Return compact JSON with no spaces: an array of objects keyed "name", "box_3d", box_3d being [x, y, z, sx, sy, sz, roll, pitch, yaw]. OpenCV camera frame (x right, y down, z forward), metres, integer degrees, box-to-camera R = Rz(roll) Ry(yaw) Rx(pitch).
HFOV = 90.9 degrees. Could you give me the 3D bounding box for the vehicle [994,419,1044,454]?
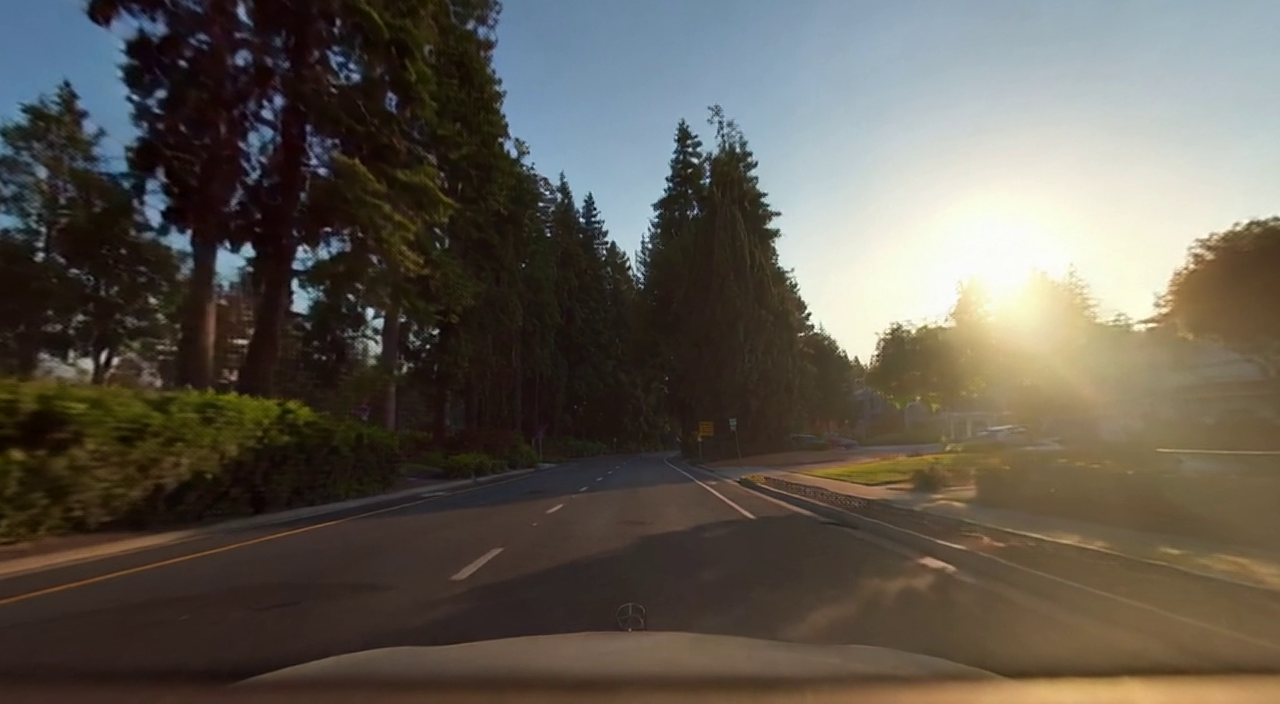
[{"name":"vehicle","box_3d":[21.746,4.894,36.274,1.889,1.853,4.207,-4,-9,24]}]
